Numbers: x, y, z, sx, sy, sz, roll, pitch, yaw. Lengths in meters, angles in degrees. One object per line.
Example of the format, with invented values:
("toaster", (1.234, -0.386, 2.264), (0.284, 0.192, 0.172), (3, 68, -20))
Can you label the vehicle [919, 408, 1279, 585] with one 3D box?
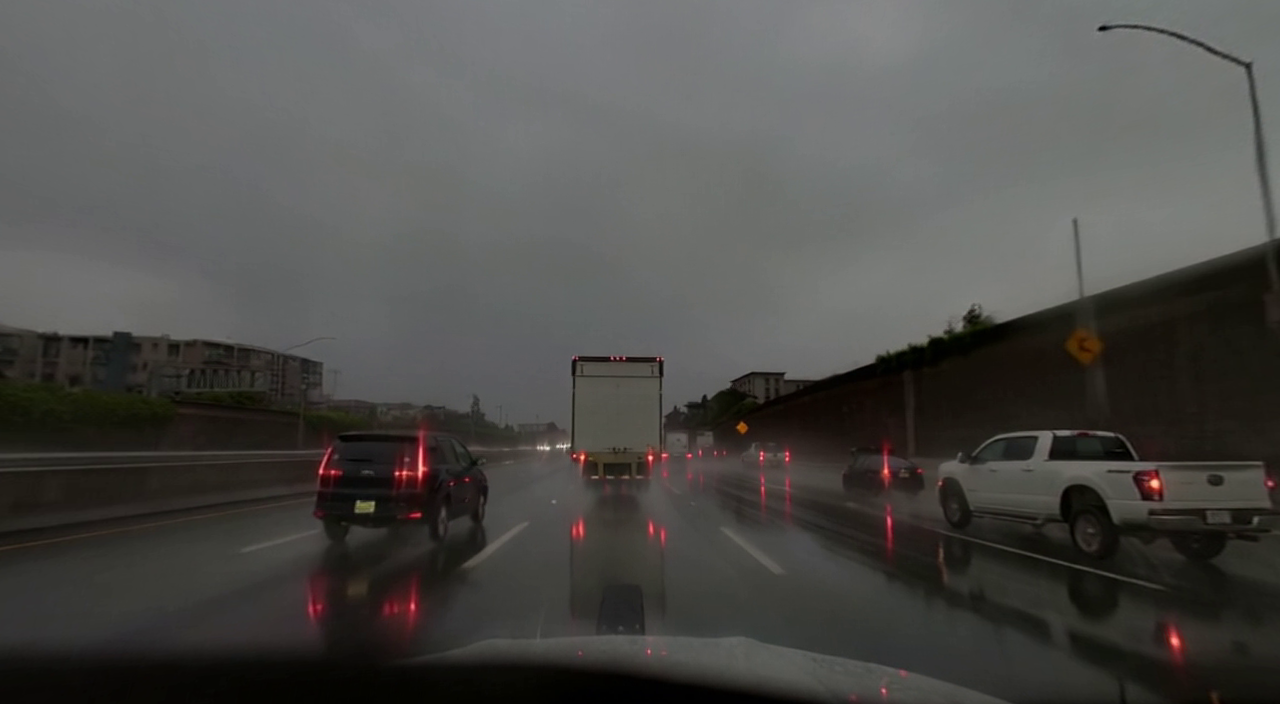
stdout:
("vehicle", (6.234, 1.813, 8.860), (2.188, 1.731, 5.031), (0, -9, -2))

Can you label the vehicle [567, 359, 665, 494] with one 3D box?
("vehicle", (-0.756, 3.018, 24.304), (2.906, 4.040, 10.743), (0, -9, 0))

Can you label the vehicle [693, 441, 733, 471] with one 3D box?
("vehicle", (5.583, 8.030, 49.015), (2.297, 2.116, 5.052), (0, -9, -3))

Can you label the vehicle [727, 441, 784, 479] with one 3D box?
("vehicle", (6.147, 5.796, 34.209), (2.070, 1.888, 4.546), (0, -9, -3))

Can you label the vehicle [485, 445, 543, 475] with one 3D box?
("vehicle", (-6.700, 5.786, 34.154), (1.973, 1.471, 4.779), (-1, -9, 3))

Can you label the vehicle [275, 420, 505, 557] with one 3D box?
("vehicle", (-3.488, 1.980, 9.822), (1.946, 1.641, 4.105), (0, -9, -1))

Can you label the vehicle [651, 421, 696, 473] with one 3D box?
("vehicle", (2.347, 7.135, 47.610), (2.669, 3.491, 8.645), (0, -9, -1))
